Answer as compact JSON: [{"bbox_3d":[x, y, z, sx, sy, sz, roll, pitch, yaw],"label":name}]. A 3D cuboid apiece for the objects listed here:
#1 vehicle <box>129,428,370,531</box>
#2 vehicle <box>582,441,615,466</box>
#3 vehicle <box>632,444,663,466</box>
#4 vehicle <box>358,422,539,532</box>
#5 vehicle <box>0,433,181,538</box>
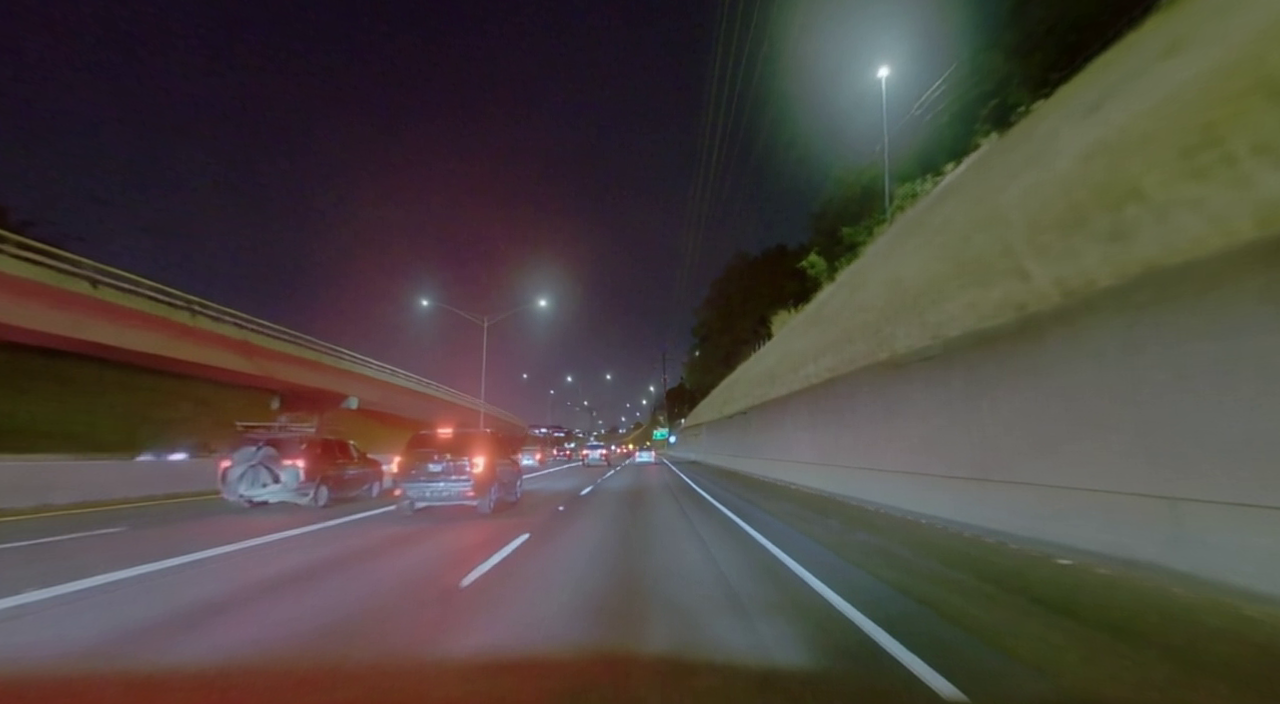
[{"bbox_3d":[-7.232,2.377,12.340,1.959,1.652,4.170,0,-8,1],"label":"vehicle"},{"bbox_3d":[-3.112,7.748,48.240,2.093,1.831,4.712,0,-8,1],"label":"vehicle"},{"bbox_3d":[0.495,7.362,45.295,2.074,1.465,3.977,0,-8,-1],"label":"vehicle"},{"bbox_3d":[-3.430,2.331,12.361,2.052,1.731,4.372,0,-8,2],"label":"vehicle"},{"bbox_3d":[-11.029,2.317,11.376,1.951,1.628,4.617,0,-8,1],"label":"vehicle"}]
